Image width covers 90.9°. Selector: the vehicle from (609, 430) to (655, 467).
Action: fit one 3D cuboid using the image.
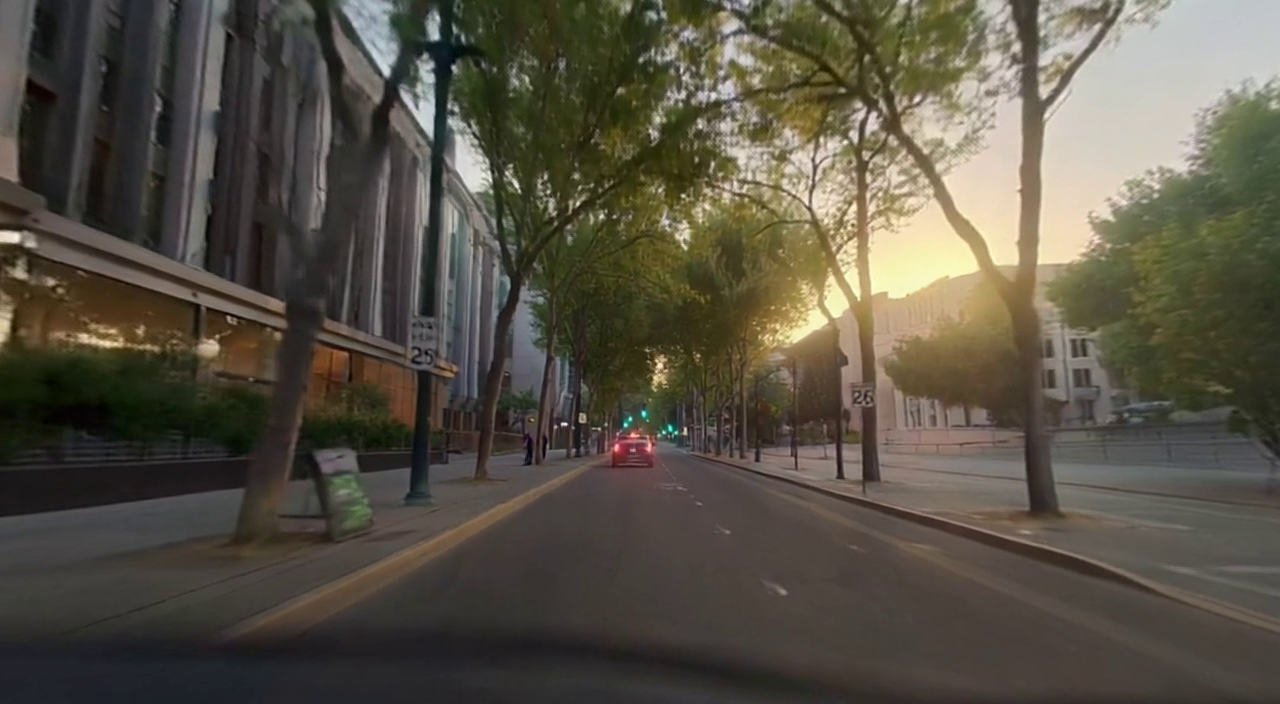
[{"bbox_3d":[-0.378,4.593,29.961,2.079,1.621,3.861,0,-8,-1],"label":"vehicle"}]
